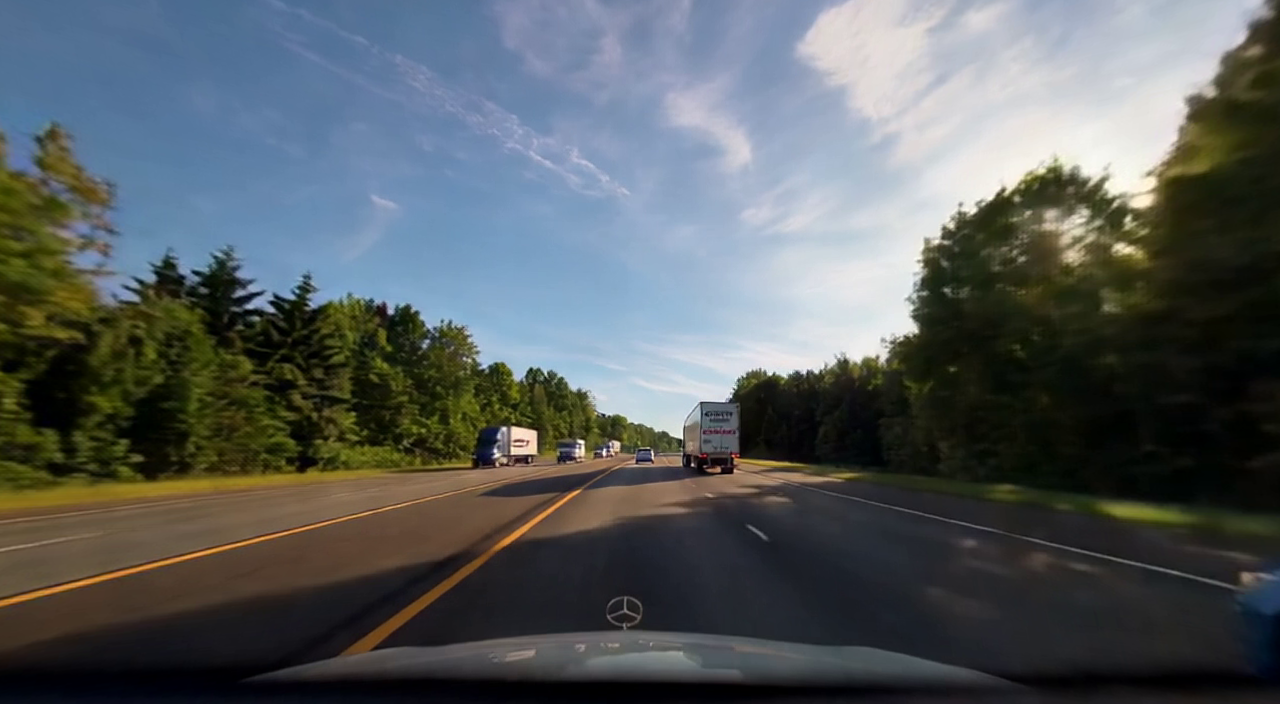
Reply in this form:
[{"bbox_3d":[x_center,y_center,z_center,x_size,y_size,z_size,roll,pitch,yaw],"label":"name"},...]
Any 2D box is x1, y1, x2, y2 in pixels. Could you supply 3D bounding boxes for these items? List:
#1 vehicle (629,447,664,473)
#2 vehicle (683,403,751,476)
[{"bbox_3d":[0.400,6.569,38.553,2.074,1.475,3.960,0,-9,1],"label":"vehicle"},{"bbox_3d":[4.821,6.010,42.653,2.909,4.074,14.457,0,-9,0],"label":"vehicle"}]
